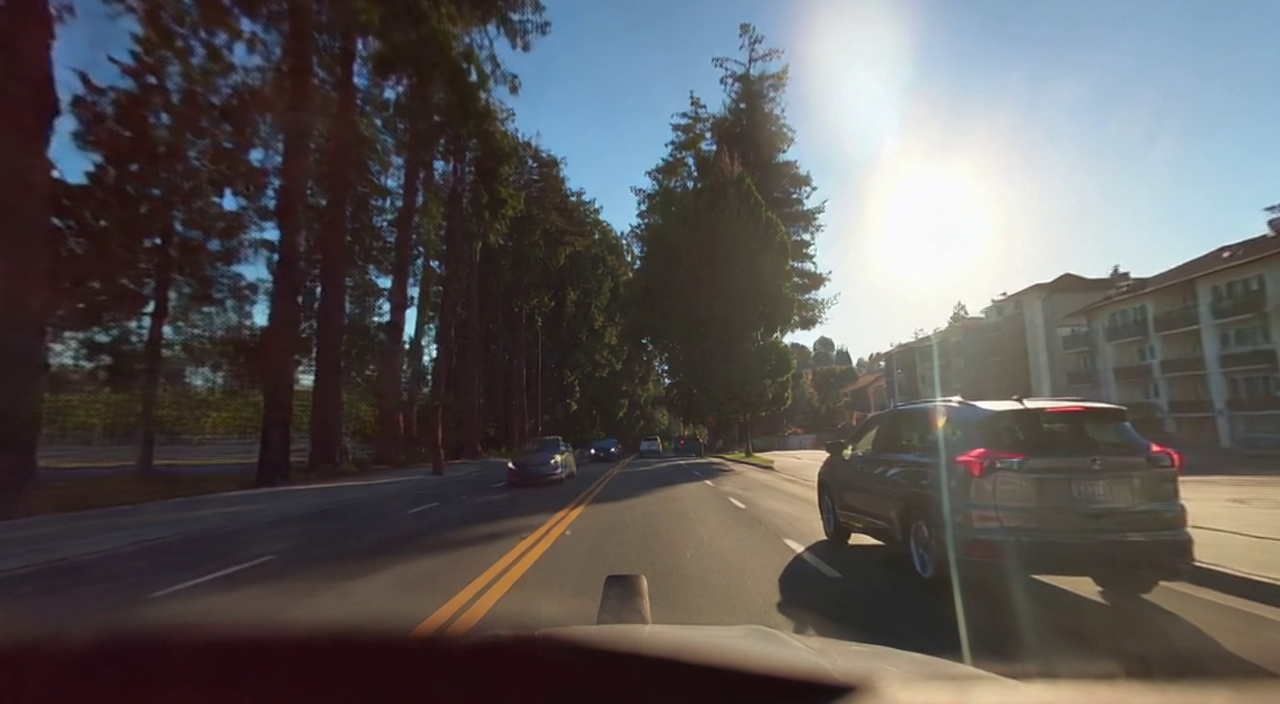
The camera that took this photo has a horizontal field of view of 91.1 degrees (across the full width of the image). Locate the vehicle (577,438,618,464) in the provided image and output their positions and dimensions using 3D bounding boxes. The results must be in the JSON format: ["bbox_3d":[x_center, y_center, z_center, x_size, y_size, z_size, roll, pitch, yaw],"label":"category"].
[{"bbox_3d":[-2.641,6.307,40.054,2.151,1.540,4.673,-1,-8,2],"label":"vehicle"}]

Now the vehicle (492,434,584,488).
[{"bbox_3d":[-3.108,3.431,20.139,2.096,1.515,4.481,-1,-8,2],"label":"vehicle"}]

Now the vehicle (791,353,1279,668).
[{"bbox_3d":[3.301,1.301,6.388,2.219,1.881,5.104,0,-8,0],"label":"vehicle"}]

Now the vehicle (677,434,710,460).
[{"bbox_3d":[3.914,7.036,46.708,2.069,1.791,4.422,0,-8,1],"label":"vehicle"}]
